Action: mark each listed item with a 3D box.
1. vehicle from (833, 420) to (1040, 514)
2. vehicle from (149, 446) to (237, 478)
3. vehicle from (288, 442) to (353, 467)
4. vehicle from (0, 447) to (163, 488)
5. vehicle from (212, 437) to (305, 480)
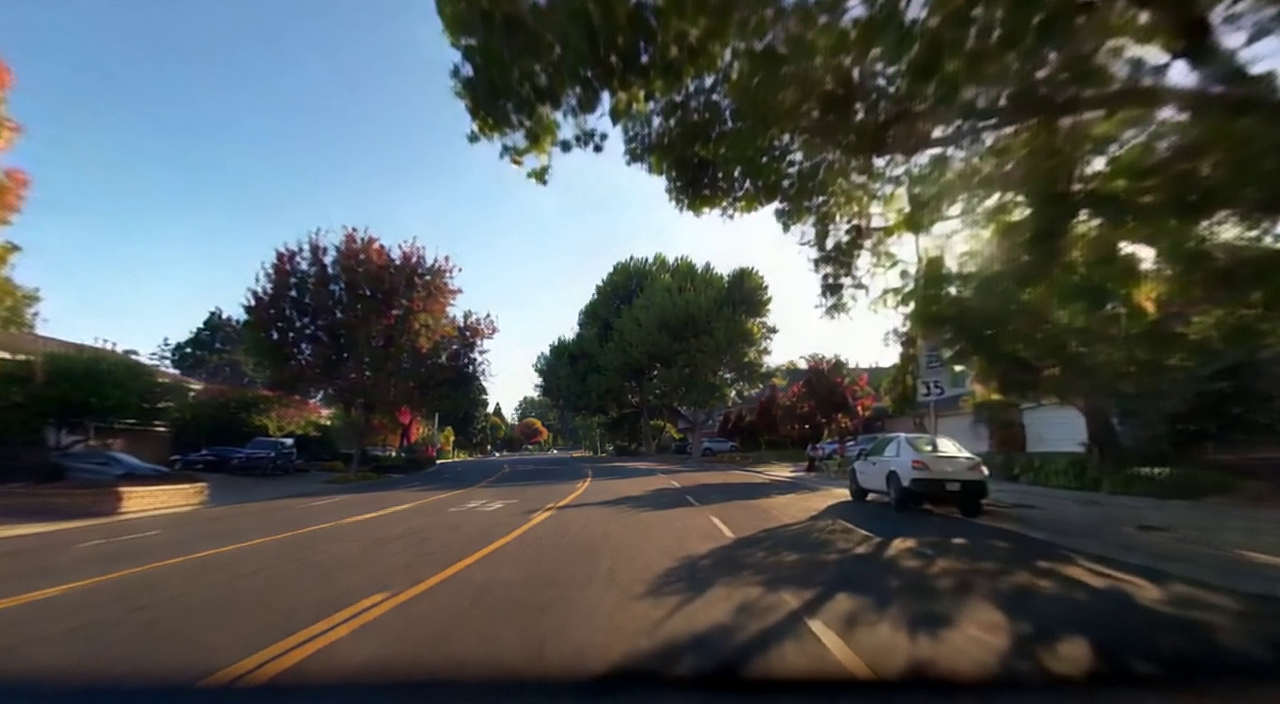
[{"bbox_3d":[6.749,2.670,15.143,2.315,1.869,4.678,1,-9,-6],"label":"vehicle"},{"bbox_3d":[-21.529,5.286,30.530,1.764,1.443,3.941,2,-9,-8],"label":"vehicle"},{"bbox_3d":[-24.829,7.941,49.138,4.128,1.861,1.959,2,-9,-15],"label":"vehicle"},{"bbox_3d":[-21.271,4.365,24.011,4.654,1.442,2.155,-1,-9,7],"label":"vehicle"},{"bbox_3d":[-18.644,5.191,31.097,2.077,1.948,4.705,1,-9,-7],"label":"vehicle"}]
